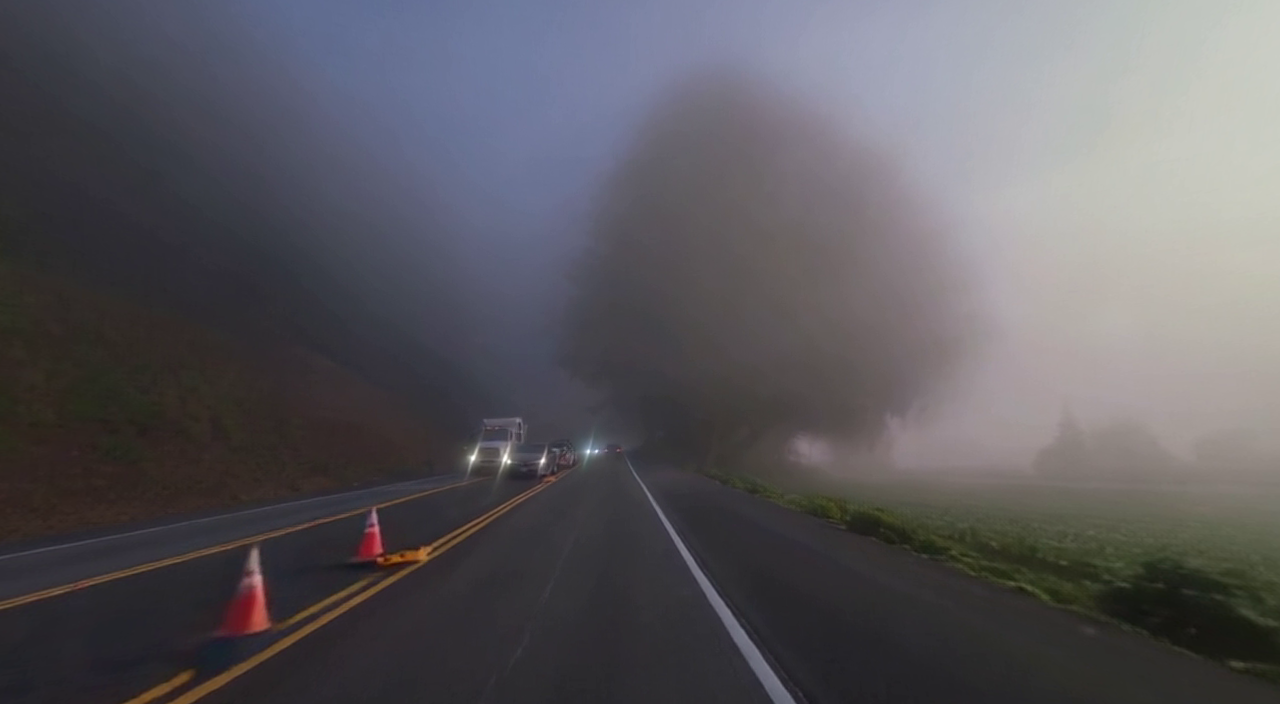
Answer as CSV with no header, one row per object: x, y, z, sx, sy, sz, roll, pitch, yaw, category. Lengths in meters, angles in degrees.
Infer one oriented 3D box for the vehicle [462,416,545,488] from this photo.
-5.052,3.759,24.017,2.380,2.488,4.028,0,-8,-2,vehicle
